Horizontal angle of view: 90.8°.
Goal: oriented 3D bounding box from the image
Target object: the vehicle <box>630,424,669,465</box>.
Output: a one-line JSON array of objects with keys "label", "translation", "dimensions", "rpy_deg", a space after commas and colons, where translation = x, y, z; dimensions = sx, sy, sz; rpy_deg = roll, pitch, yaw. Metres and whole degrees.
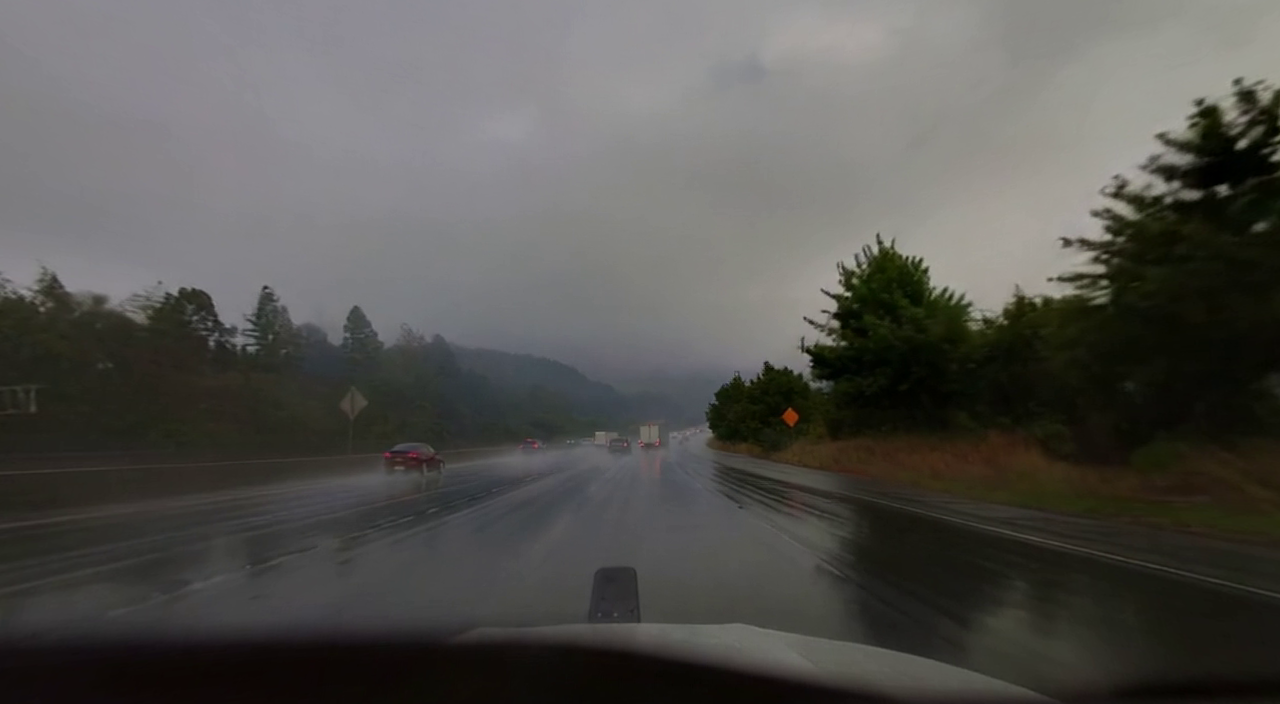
[{"label": "vehicle", "translation": [0.744, 7.146, 49.124], "dimensions": [2.768, 2.854, 6.757], "rpy_deg": [2, -8, 1]}]

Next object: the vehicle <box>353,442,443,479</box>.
[{"label": "vehicle", "translation": [-10.313, 4.643, 27.325], "dimensions": [1.952, 1.457, 4.689], "rpy_deg": [0, -8, 1]}]
